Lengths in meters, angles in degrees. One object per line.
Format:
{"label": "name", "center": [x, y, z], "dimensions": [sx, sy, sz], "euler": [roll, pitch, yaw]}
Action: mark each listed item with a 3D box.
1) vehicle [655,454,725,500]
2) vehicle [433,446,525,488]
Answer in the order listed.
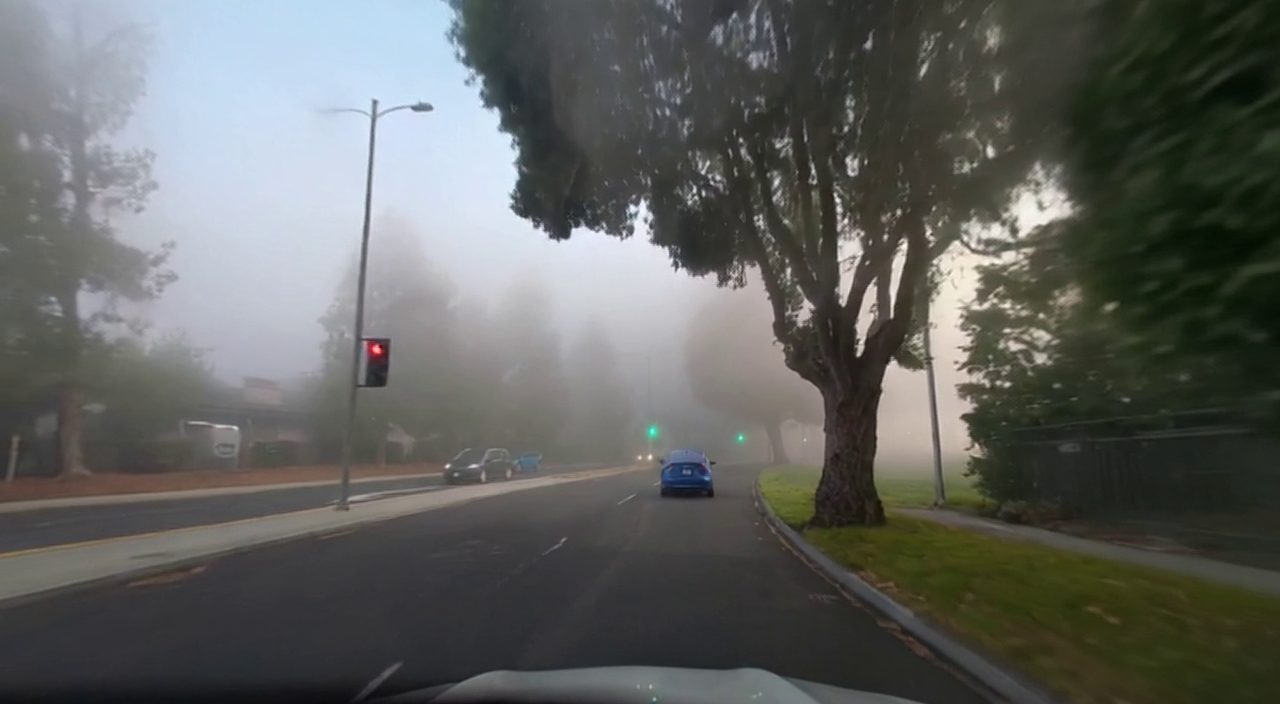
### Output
{"label": "vehicle", "center": [1.804, 4.062, 20.850], "dimensions": [1.972, 1.250, 5.282], "euler": [0, -10, 8]}
{"label": "vehicle", "center": [-6.291, 4.559, 25.170], "dimensions": [1.870, 1.518, 4.390], "euler": [-1, -10, 10]}
